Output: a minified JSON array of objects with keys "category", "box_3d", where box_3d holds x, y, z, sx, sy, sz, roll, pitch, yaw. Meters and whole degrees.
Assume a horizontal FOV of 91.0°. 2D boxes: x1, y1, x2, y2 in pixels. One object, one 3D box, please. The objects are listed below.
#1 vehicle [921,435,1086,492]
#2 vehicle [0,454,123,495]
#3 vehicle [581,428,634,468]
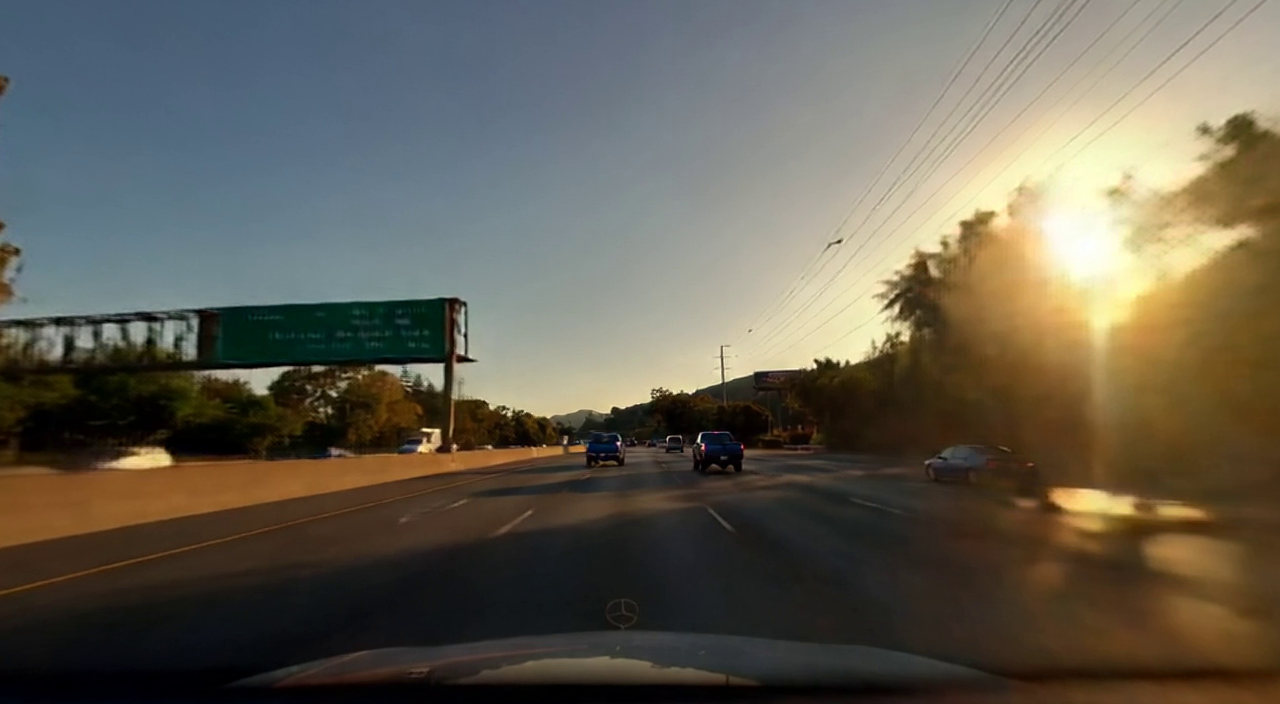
[{"category":"vehicle","box_3d":[10.460,3.235,18.661,2.076,1.470,4.644,0,-8,-1]},{"category":"vehicle","box_3d":[-25.076,5.141,26.867,1.951,1.489,4.781,0,-8,0]},{"category":"vehicle","box_3d":[-1.731,5.486,36.044,2.508,2.023,6.176,0,-8,2]}]
